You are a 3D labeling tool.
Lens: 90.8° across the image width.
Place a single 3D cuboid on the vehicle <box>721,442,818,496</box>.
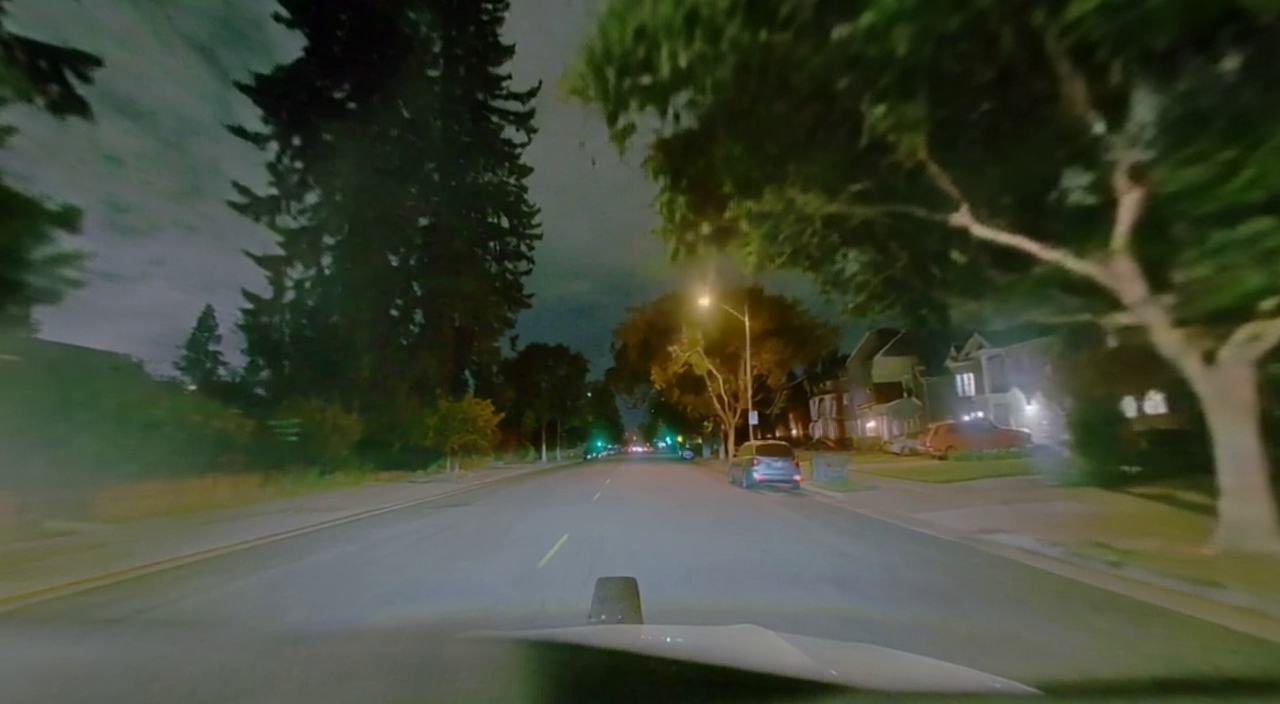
[{"bbox_3d":[3.852,3.558,19.623,2.013,1.473,4.329,0,-9,-1],"label":"vehicle"}]
